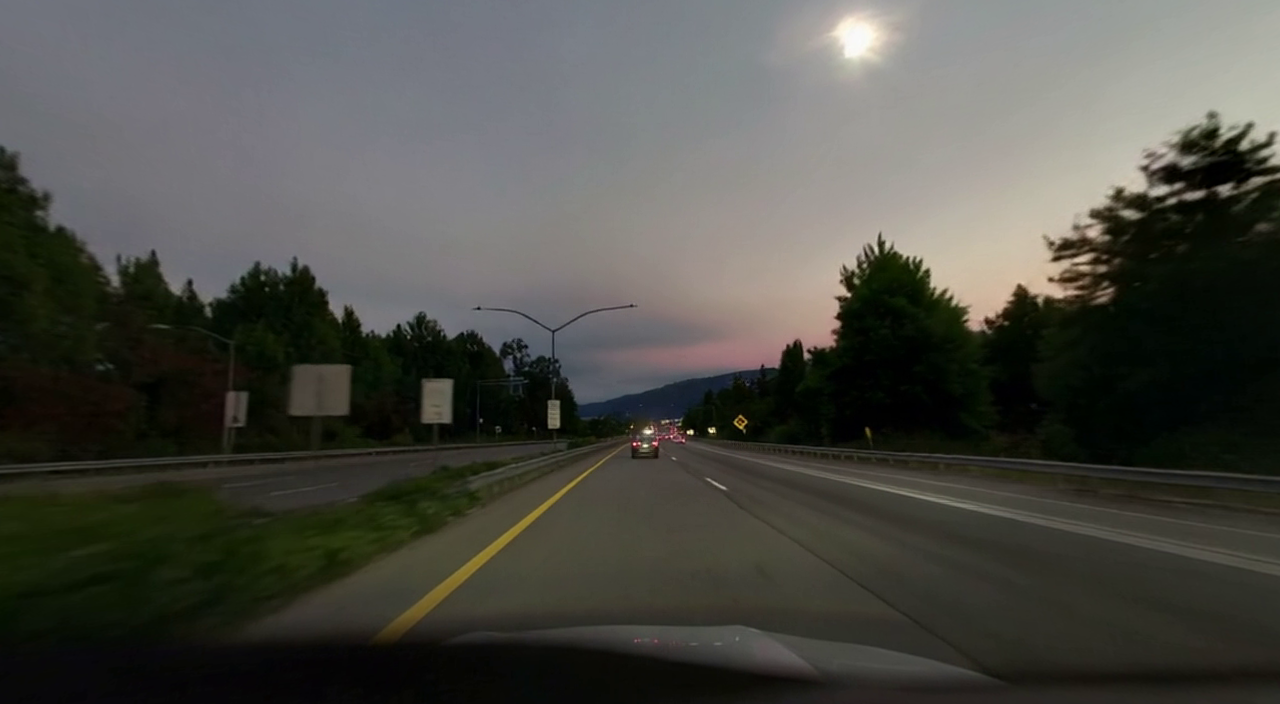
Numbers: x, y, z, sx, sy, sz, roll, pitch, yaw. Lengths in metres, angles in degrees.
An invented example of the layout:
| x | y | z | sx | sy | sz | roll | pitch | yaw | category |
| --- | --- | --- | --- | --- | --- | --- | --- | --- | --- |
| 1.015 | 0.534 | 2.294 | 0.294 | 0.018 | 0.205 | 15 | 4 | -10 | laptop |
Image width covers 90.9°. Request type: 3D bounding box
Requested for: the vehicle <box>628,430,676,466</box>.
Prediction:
| x | y | z | sx | sy | sz | roll | pitch | yaw | category |
| --- | --- | --- | --- | --- | --- | --- | --- | --- | --- |
| 0.471 | 4.441 | 29.256 | 2.046 | 1.526 | 3.903 | 0 | -8 | -2 | vehicle |
